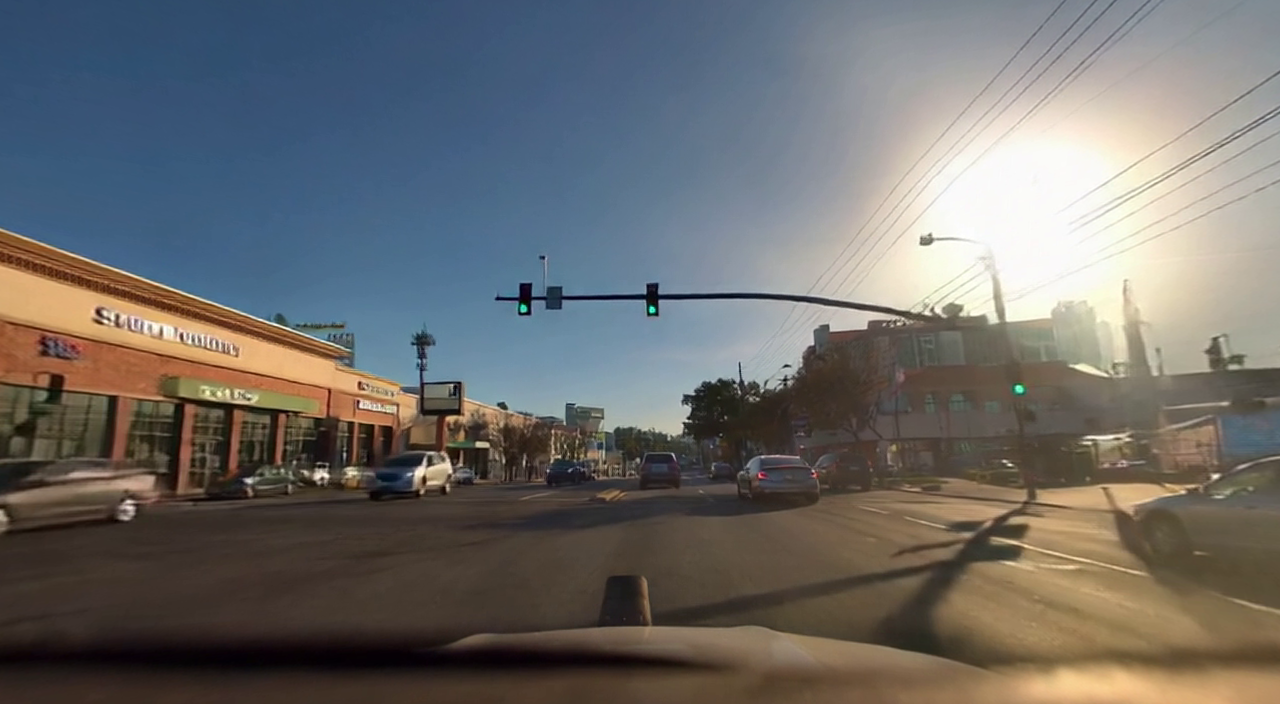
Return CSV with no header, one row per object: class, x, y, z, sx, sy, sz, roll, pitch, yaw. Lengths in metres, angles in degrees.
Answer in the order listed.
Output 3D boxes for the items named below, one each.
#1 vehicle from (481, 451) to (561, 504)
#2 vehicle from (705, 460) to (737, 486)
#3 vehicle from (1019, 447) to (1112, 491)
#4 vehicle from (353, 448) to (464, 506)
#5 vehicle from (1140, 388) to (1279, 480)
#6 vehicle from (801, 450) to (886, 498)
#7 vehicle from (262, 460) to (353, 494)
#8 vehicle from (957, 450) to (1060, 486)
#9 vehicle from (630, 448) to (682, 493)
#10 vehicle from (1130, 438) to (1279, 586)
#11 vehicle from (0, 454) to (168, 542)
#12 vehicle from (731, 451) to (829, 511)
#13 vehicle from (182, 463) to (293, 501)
vehicle,-4.399,4.678,24.044,2.041,1.494,4.647,-3,-6,1
vehicle,5.979,8.948,46.986,2.036,1.719,4.318,0,-8,2
vehicle,16.497,4.439,24.349,4.373,1.399,2.052,7,-10,-44
vehicle,-8.083,4.355,22.572,2.065,1.805,4.668,0,-8,2
vehicle,18.113,2.629,20.141,2.521,2.491,5.455,-7,-9,32
vehicle,8.175,4.887,25.768,2.040,1.738,4.414,0,-8,1
vehicle,-18.142,6.825,34.738,2.173,1.695,4.938,0,-9,2
vehicle,16.663,5.177,28.412,4.964,1.453,2.184,7,-11,-37
vehicle,0.771,5.396,29.155,2.210,1.861,4.280,-1,-8,3
vehicle,7.361,1.541,5.887,1.911,1.466,4.572,0,-8,0
vehicle,-11.938,2.753,12.289,1.871,1.453,4.575,0,-8,1
vehicle,3.972,3.710,18.738,1.963,1.484,4.609,0,-8,1
vehicle,-18.520,5.984,29.334,2.125,1.484,4.832,-1,-9,-3
